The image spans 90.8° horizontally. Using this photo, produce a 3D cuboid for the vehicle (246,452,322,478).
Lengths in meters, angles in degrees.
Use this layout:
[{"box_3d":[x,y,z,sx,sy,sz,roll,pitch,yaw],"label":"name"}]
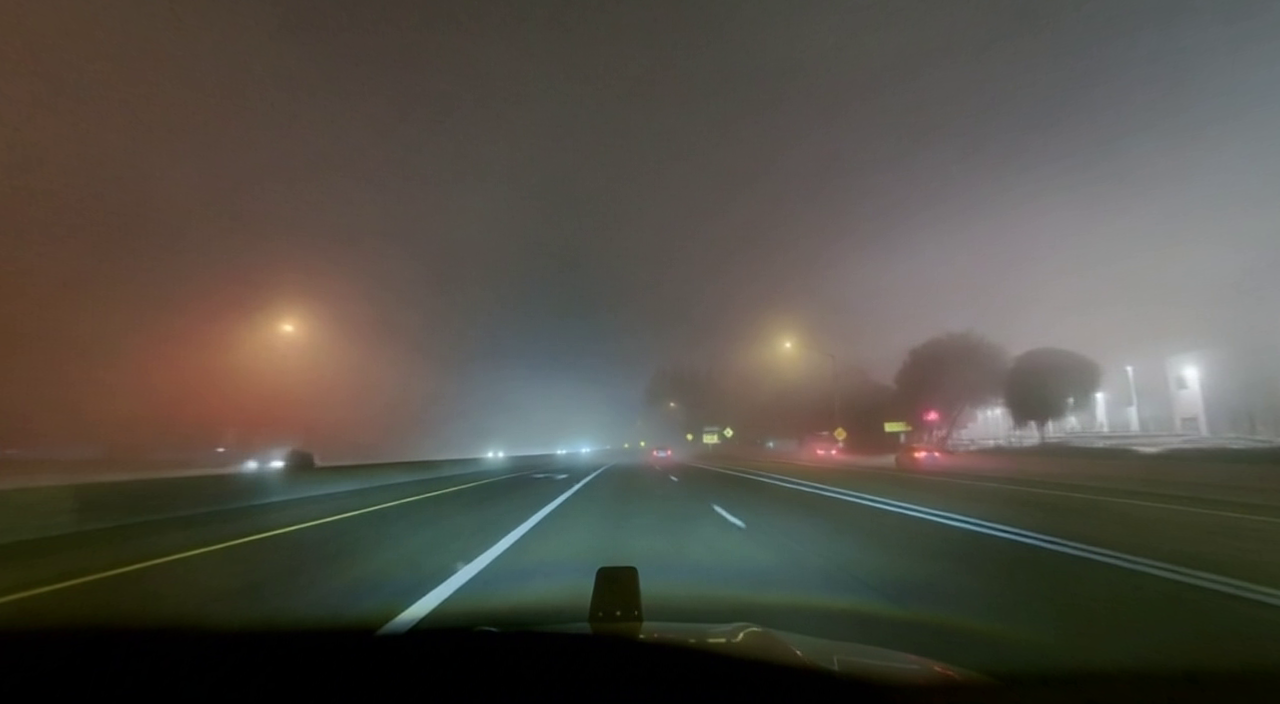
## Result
[{"box_3d":[-22.223,7.036,39.689,1.908,1.506,4.951,0,-9,-1],"label":"vehicle"}]
